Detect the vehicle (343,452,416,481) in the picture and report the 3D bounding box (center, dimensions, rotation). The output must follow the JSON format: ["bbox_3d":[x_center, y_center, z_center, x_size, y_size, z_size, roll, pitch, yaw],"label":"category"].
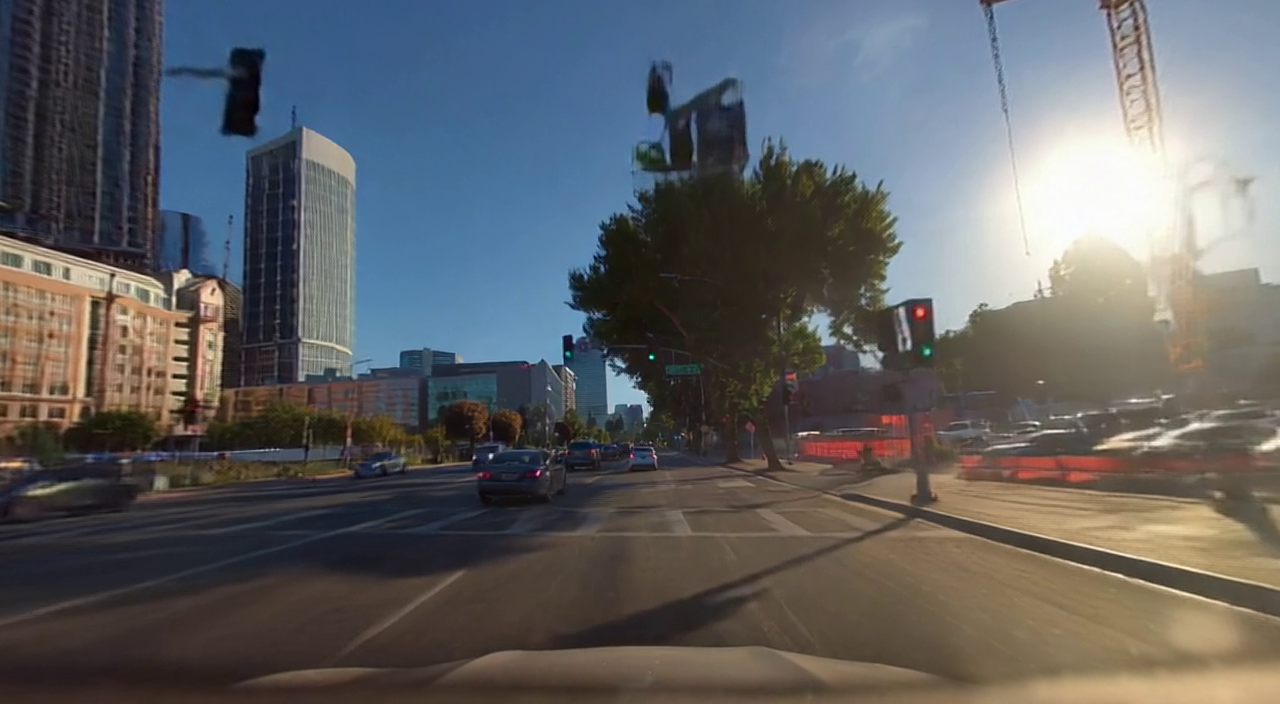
[{"bbox_3d":[-14.440,6.340,35.217,1.935,1.481,4.702,0,-9,2],"label":"vehicle"}]

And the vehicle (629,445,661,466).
[{"bbox_3d":[0.387,7.421,45.297,2.171,1.422,4.146,0,-9,1],"label":"vehicle"}]

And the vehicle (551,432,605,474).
[{"bbox_3d":[-3.169,5.277,33.114,2.240,2.054,4.662,0,-9,1],"label":"vehicle"}]

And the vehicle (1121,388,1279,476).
[{"bbox_3d":[11.971,1.627,12.673,3.500,1.563,1.871,2,-9,-19],"label":"vehicle"}]

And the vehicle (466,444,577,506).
[{"bbox_3d":[-2.971,3.188,16.852,1.959,1.406,4.527,0,-9,2],"label":"vehicle"}]

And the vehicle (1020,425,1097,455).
[{"bbox_3d":[28.035,5.914,42.384,4.014,1.681,1.834,0,-11,23],"label":"vehicle"}]

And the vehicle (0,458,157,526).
[{"bbox_3d":[-15.319,3.531,16.457,1.879,1.450,4.279,0,-9,2],"label":"vehicle"}]
